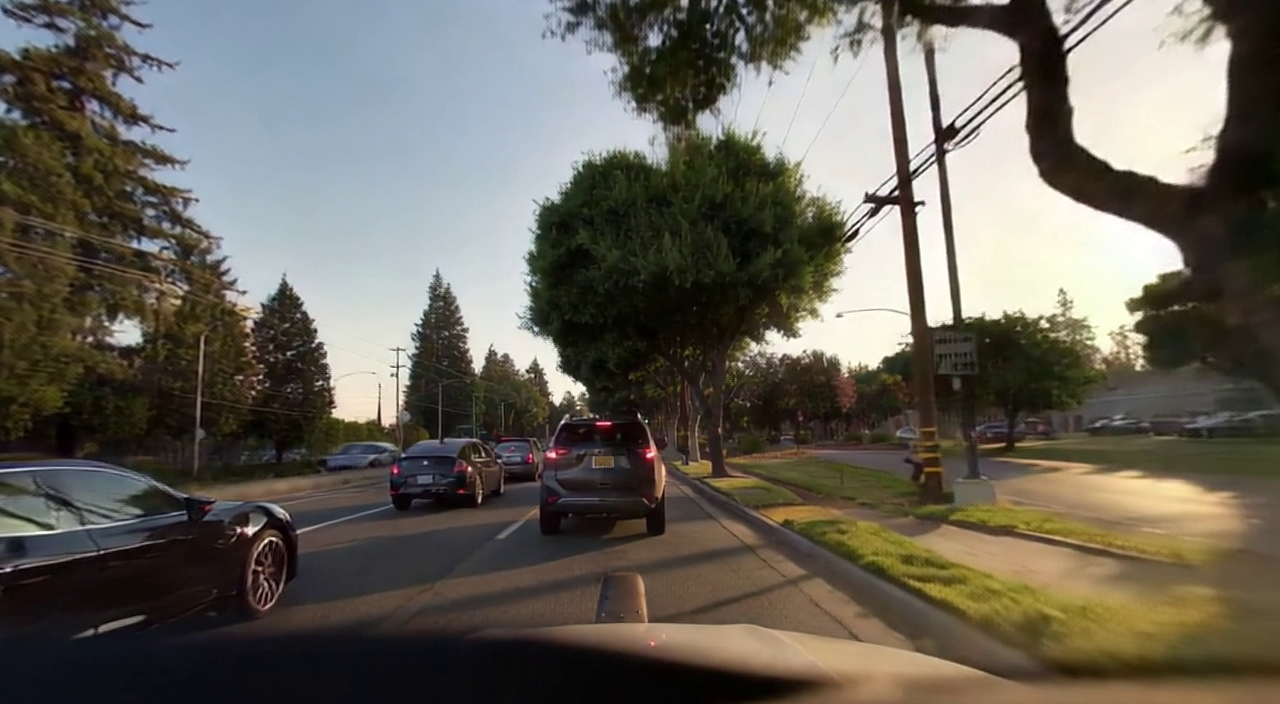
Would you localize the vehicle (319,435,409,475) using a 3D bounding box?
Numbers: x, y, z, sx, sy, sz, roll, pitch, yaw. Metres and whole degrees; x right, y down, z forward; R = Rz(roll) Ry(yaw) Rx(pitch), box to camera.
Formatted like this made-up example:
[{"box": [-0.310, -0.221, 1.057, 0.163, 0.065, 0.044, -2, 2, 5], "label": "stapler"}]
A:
[{"box": [-15.118, 5.657, 35.097, 2.241, 2.019, 5.832, 0, -8, 1], "label": "vehicle"}]

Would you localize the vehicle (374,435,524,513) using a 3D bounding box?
[{"box": [-4.129, 2.705, 14.552, 2.087, 1.485, 4.452, 0, -8, 0], "label": "vehicle"}]

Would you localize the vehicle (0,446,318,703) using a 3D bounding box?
[{"box": [-3.753, 1.149, 3.232, 1.865, 1.314, 4.461, 0, -8, 0], "label": "vehicle"}]

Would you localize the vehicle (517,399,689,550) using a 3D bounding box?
[{"box": [-0.469, 1.730, 9.467, 2.012, 1.769, 3.897, 0, -8, -1], "label": "vehicle"}]
